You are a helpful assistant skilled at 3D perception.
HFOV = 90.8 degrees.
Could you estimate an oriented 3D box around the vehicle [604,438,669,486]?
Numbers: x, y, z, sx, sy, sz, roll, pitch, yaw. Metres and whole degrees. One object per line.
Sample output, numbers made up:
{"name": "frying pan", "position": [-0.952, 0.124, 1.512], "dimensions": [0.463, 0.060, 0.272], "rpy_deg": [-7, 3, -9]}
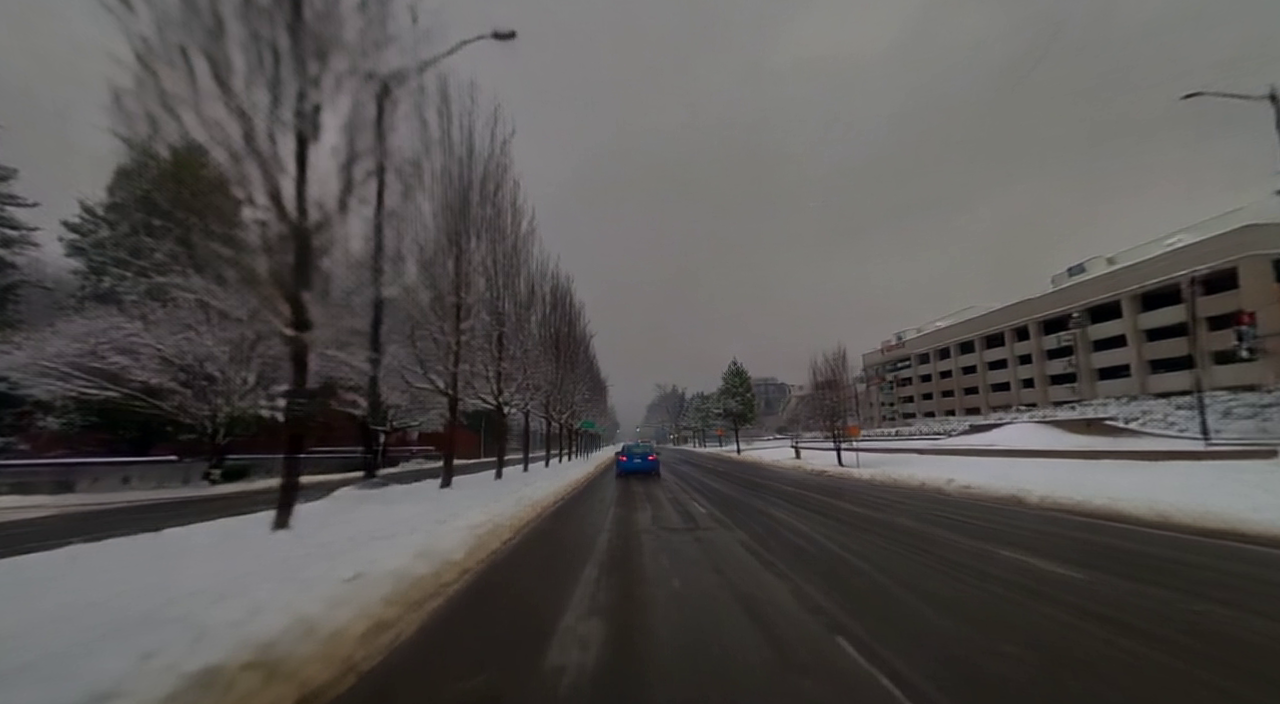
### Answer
{"name": "vehicle", "position": [-0.127, 3.807, 22.246], "dimensions": [2.042, 1.479, 4.601], "rpy_deg": [0, -8, 0]}
